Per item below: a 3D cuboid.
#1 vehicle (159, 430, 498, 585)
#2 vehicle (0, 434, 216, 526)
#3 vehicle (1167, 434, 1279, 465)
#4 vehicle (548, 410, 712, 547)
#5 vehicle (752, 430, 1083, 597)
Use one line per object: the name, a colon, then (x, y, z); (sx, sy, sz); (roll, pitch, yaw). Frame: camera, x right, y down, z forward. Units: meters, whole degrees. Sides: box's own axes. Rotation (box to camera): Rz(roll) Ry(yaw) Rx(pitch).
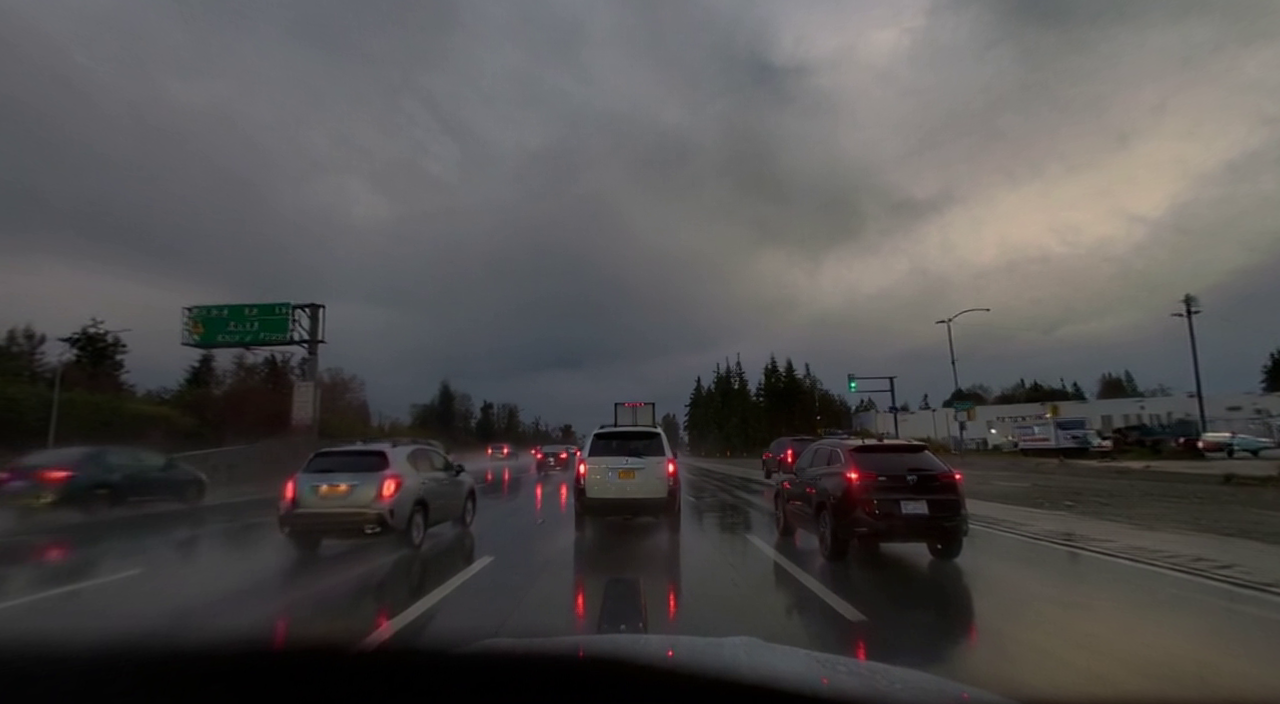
vehicle: (-3.490, 1.827, 8.315); (2.132, 1.464, 4.481); (0, -9, 1)
vehicle: (-11.170, 2.448, 12.679); (1.930, 1.485, 4.765); (0, -9, 1)
vehicle: (31.818, 5.300, 34.351); (1.805, 1.536, 4.325); (3, -9, -18)
vehicle: (-0.144, 1.960, 10.326); (2.152, 1.779, 3.924); (0, -9, 0)
vehicle: (2.888, 1.784, 7.934); (2.018, 1.470, 4.491); (0, -9, -2)
